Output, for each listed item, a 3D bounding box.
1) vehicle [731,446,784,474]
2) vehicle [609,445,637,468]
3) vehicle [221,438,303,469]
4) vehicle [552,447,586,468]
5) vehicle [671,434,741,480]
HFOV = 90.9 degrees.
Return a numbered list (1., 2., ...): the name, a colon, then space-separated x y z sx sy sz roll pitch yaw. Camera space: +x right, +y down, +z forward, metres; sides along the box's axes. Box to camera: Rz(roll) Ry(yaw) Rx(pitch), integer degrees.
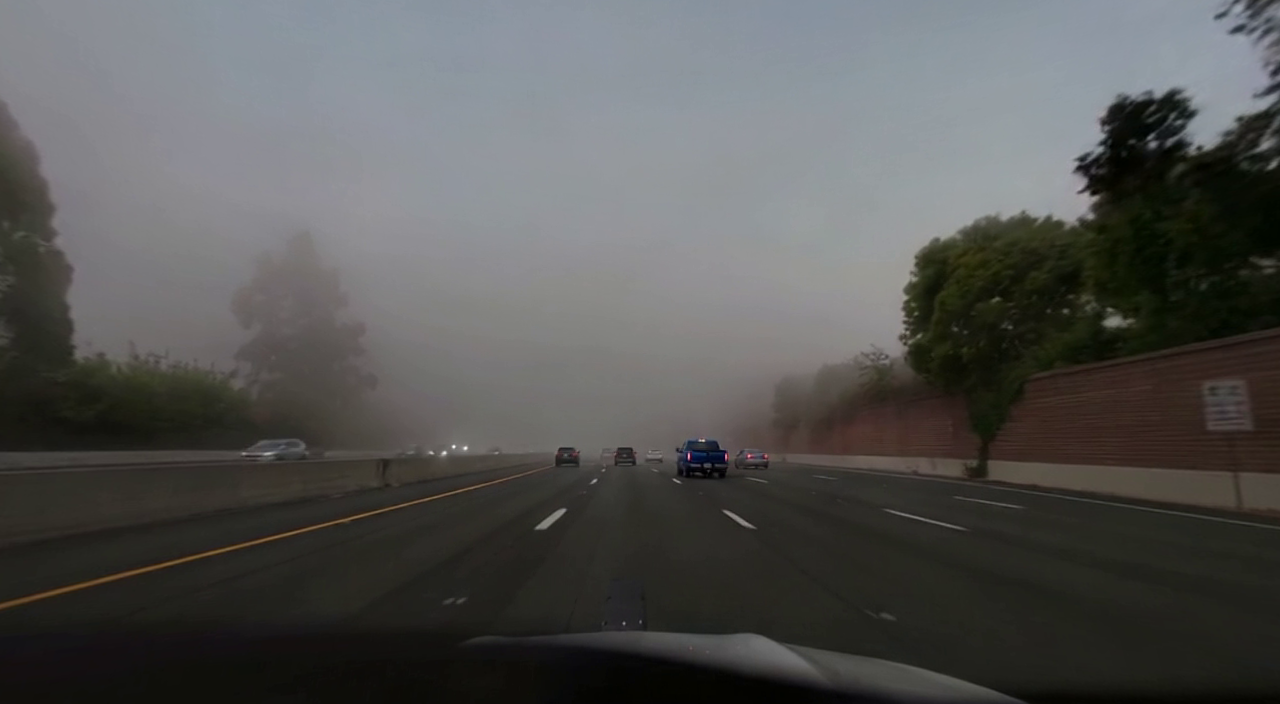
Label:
1. vehicle: 6.822 6.296 37.117 1.976 1.485 4.925 0 -8 -3
2. vehicle: -1.336 7.892 47.877 2.050 1.607 3.821 0 -8 -3
3. vehicle: -22.114 5.967 37.169 1.971 1.670 4.775 0 -8 -2
4. vehicle: -5.491 8.183 49.108 2.411 1.509 4.641 0 -8 -4
5. vehicle: 2.949 4.868 29.593 2.374 1.952 5.431 0 -8 -3
